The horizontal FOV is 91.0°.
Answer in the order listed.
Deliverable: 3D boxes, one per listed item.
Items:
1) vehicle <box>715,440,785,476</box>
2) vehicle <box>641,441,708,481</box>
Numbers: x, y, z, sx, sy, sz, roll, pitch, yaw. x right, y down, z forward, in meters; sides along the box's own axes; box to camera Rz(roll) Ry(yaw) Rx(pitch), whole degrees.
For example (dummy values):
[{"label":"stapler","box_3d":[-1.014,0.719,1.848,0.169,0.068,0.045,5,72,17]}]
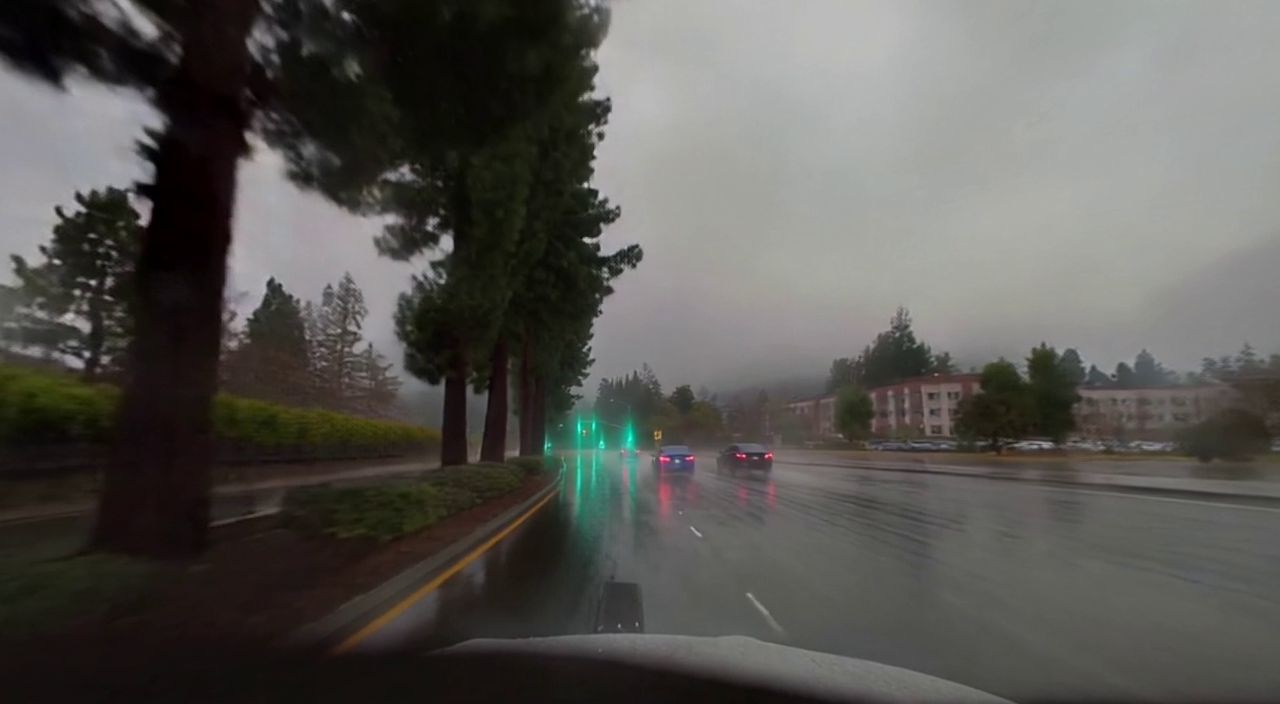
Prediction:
[{"label":"vehicle","box_3d":[4.821,4.682,28.138,1.901,1.474,4.363,1,-9,-6]},{"label":"vehicle","box_3d":[1.308,4.359,25.573,2.077,1.464,4.134,1,-8,-6]}]
